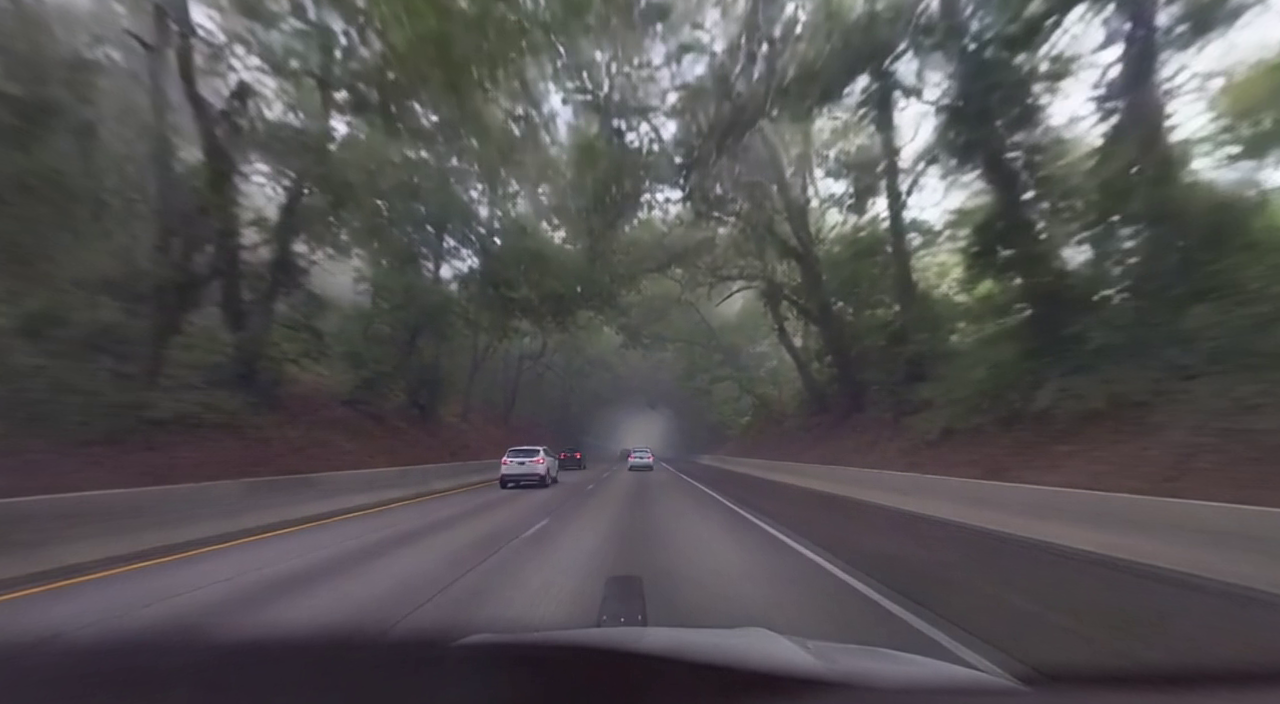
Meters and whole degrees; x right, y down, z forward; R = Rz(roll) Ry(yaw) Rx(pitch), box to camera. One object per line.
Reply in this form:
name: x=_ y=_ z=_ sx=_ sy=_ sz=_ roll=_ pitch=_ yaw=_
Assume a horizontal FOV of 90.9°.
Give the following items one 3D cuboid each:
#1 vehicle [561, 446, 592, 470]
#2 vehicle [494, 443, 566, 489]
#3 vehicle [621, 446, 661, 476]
vehicle: x=-4.466 y=7.526 z=44.941 sx=1.834 sy=1.615 sz=3.624 roll=0 pitch=-9 yaw=0
vehicle: x=-3.972 y=4.182 z=23.424 sx=1.978 sy=1.538 sz=3.755 roll=0 pitch=-9 yaw=0
vehicle: x=0.016 y=5.820 z=33.757 sx=2.001 sy=1.490 sz=3.914 roll=0 pitch=-9 yaw=-1
